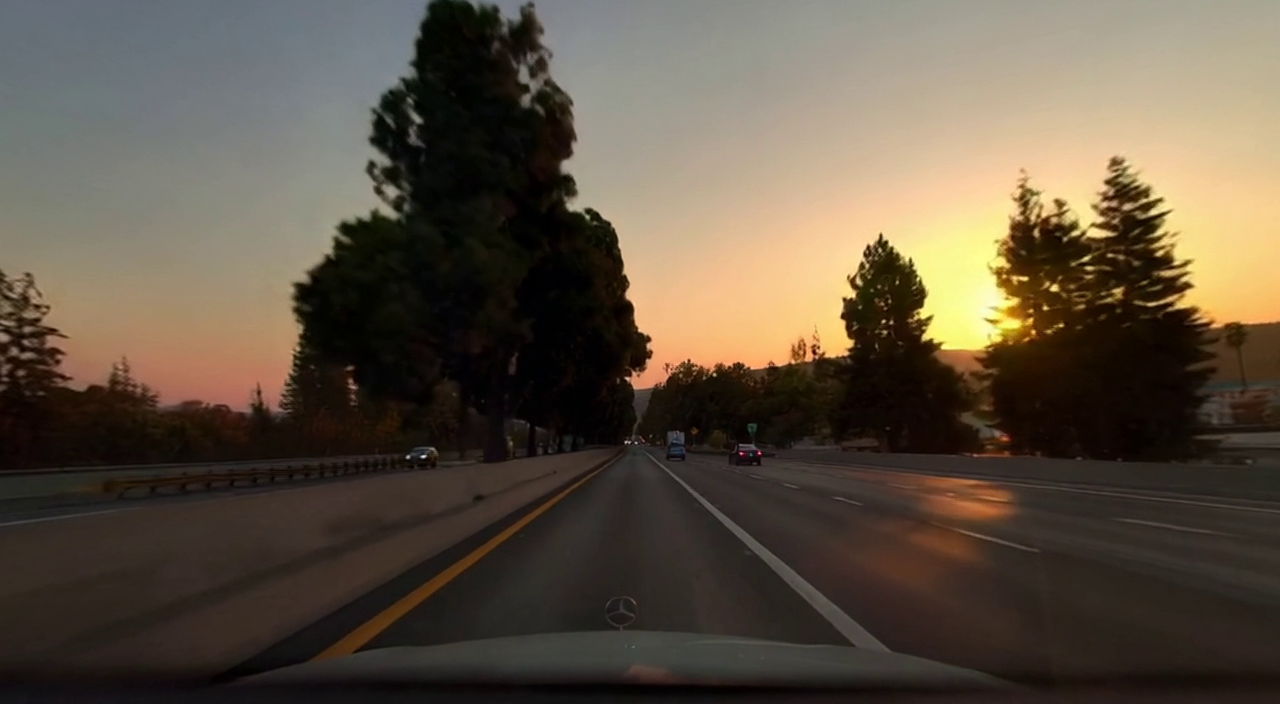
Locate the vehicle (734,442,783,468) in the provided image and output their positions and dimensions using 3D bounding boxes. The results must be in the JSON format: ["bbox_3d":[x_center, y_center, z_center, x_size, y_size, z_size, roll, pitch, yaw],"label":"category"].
[{"bbox_3d":[7.015,6.110,37.813,2.009,1.456,4.097,0,-8,-2],"label":"vehicle"}]
